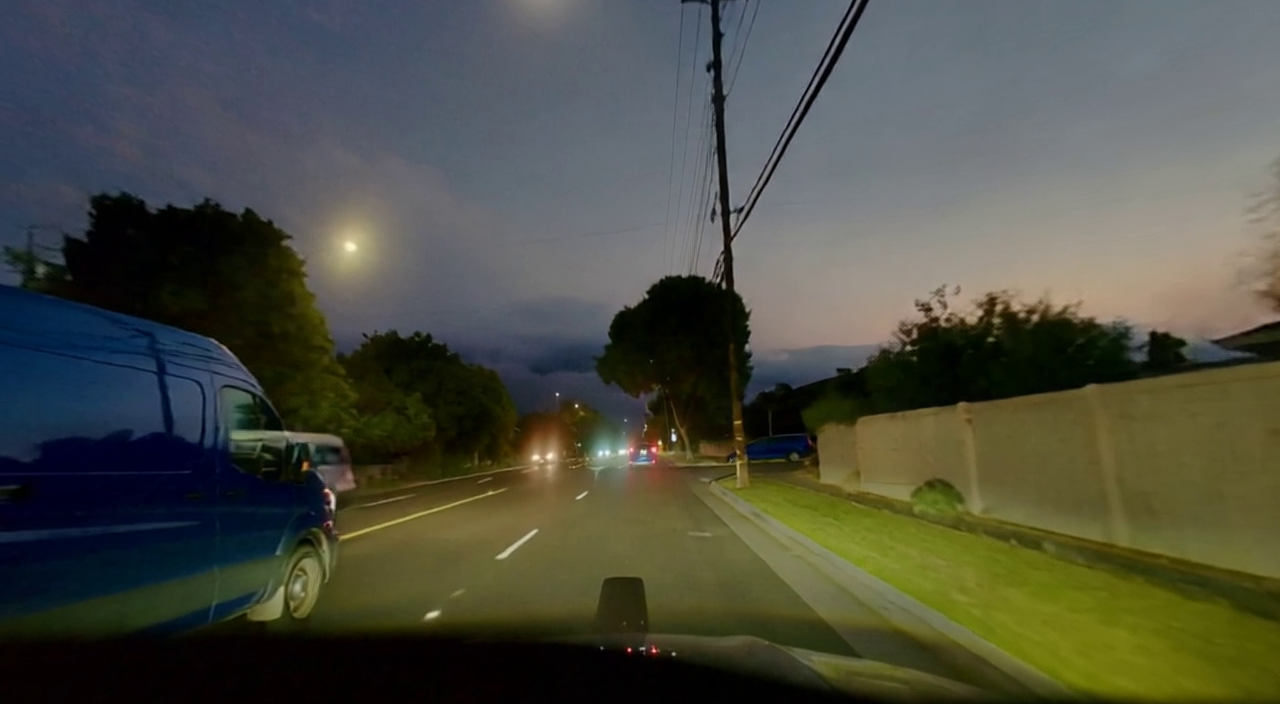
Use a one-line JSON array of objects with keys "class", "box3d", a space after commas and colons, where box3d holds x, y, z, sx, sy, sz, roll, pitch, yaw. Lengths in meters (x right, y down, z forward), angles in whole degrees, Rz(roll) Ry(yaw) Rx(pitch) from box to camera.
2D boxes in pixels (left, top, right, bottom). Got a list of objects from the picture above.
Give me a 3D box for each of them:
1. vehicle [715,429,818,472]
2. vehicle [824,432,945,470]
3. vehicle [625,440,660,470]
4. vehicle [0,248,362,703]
[{"class": "vehicle", "box3d": [6.791, 5.264, 33.660, 5.012, 1.711, 2.457, -8, -9, 14]}, {"class": "vehicle", "box3d": [10.261, 4.179, 26.726, 4.295, 1.505, 1.918, 0, -8, 1]}, {"class": "vehicle", "box3d": [0.176, 6.391, 39.234, 2.120, 1.718, 3.909, 0, -9, 1]}, {"class": "vehicle", "box3d": [-3.568, 0.694, 2.328, 2.336, 2.152, 5.866, 0, -9, 1]}]
